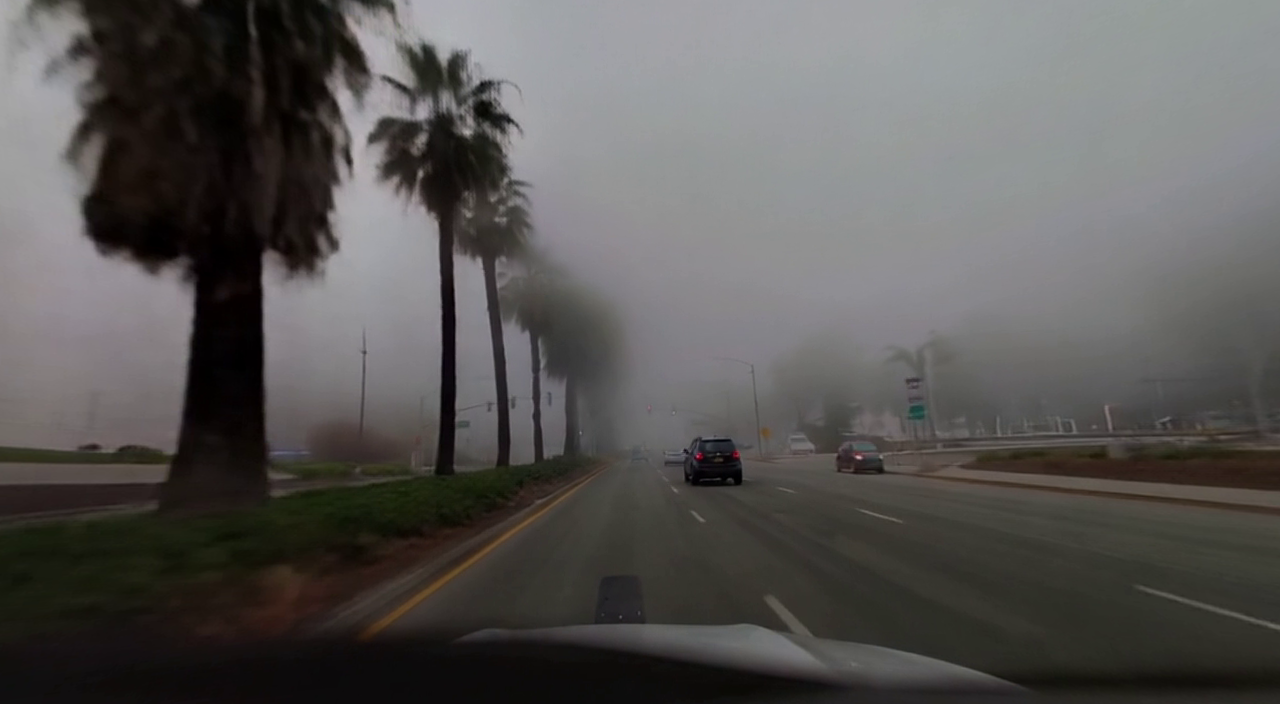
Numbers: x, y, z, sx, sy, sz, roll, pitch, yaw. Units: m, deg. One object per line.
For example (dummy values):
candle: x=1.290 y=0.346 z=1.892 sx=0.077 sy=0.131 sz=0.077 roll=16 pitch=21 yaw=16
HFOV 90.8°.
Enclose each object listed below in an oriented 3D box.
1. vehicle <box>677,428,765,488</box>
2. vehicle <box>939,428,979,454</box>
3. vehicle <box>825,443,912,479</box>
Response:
vehicle: x=2.912 y=4.027 z=24.232 sx=2.559 sy=2.017 sz=5.562 roll=0 pitch=-9 yaw=0
vehicle: x=23.416 y=6.599 z=46.306 sx=1.974 sy=1.755 sz=4.836 roll=-6 pitch=-11 yaw=32
vehicle: x=10.130 y=4.859 z=28.503 sx=1.989 sy=1.472 sz=5.054 roll=0 pitch=-9 yaw=0
